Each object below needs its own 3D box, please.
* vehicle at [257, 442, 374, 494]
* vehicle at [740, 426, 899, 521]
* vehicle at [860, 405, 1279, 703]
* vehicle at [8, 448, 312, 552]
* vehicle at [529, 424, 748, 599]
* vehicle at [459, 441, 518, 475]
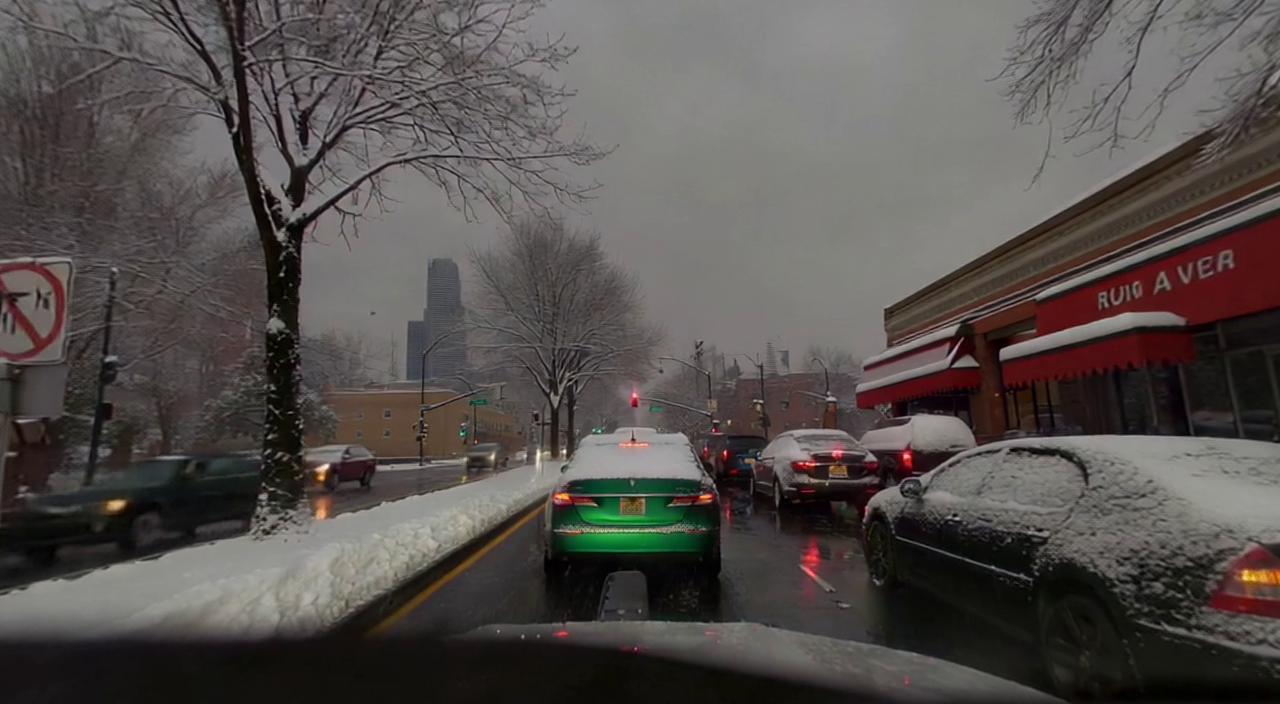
[{"bbox_3d":[-12.048,4.310,23.861,2.004,1.732,4.530,0,-9,0],"label":"vehicle"},{"bbox_3d":[3.533,2.479,13.423,2.025,1.660,4.263,0,-9,-1],"label":"vehicle"},{"bbox_3d":[3.312,1.252,4.487,1.988,1.480,4.195,0,-9,0],"label":"vehicle"},{"bbox_3d":[-7.929,2.432,11.131,1.991,1.433,4.261,0,-9,0],"label":"vehicle"},{"bbox_3d":[-0.022,1.652,7.303,1.887,1.487,3.535,0,-9,0],"label":"vehicle"},{"bbox_3d":[-8.110,5.719,34.243,2.079,1.695,4.374,0,-9,0],"label":"vehicle"}]
